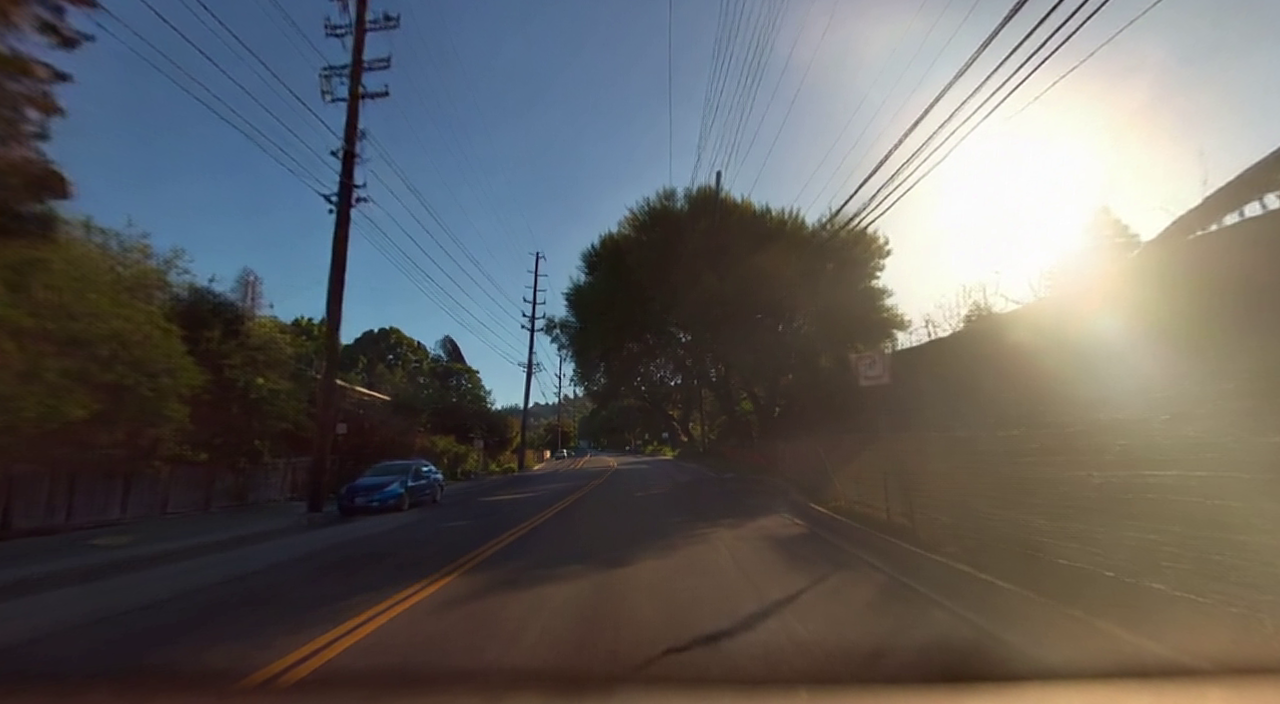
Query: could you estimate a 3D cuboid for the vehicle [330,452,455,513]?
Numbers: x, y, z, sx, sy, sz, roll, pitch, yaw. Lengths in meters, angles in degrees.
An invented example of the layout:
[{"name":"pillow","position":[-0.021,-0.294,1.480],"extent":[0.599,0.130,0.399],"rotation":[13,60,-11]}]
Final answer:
[{"name":"vehicle","position":[-7.830,4.146,20.552],"extent":[2.114,1.693,4.468],"rotation":[0,-9,2]}]
